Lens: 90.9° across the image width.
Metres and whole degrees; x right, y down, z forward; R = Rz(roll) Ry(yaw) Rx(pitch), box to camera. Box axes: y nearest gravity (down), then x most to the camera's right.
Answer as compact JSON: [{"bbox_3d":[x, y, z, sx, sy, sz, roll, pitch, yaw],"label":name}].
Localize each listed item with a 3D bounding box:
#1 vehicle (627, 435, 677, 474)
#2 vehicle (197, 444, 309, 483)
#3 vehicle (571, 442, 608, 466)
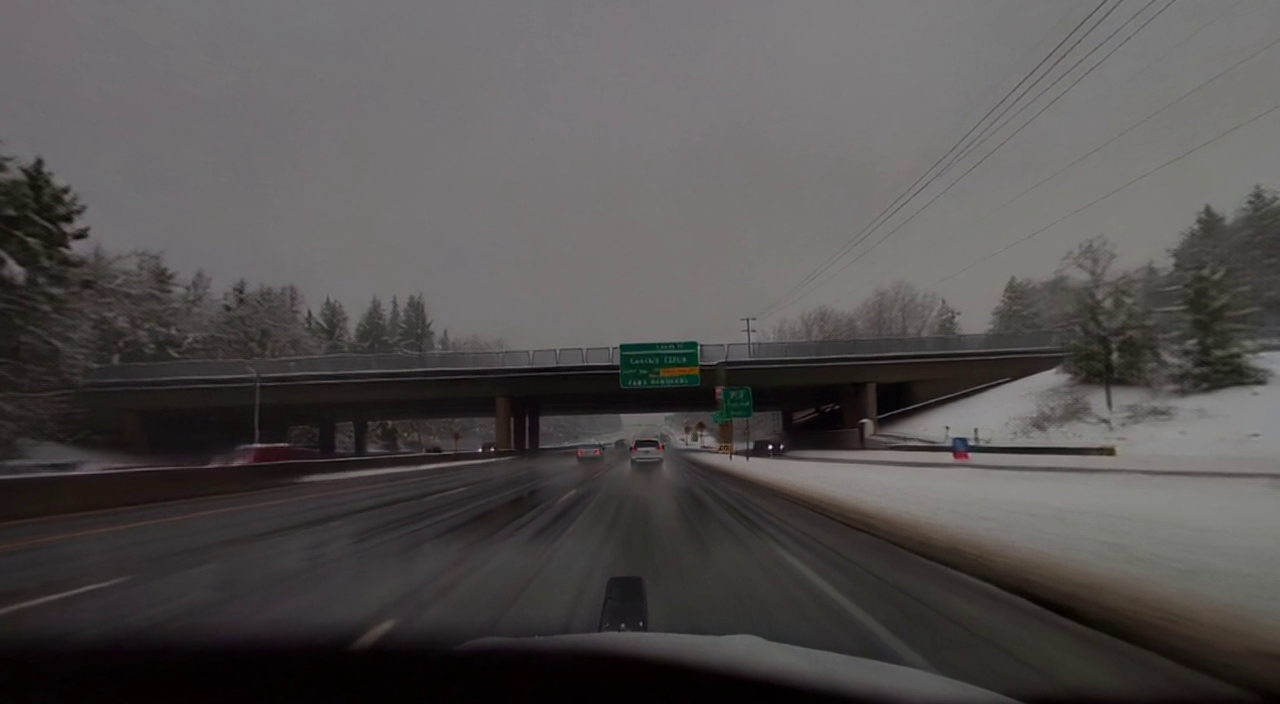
[{"bbox_3d":[0.535,4.783,29.600,2.152,1.697,4.066,0,-8,0],"label":"vehicle"},{"bbox_3d":[-17.134,4.932,28.270,1.903,1.538,4.866,0,-8,0],"label":"vehicle"},{"bbox_3d":[-3.278,6.783,42.129,2.056,1.464,4.564,0,-8,1],"label":"vehicle"}]
